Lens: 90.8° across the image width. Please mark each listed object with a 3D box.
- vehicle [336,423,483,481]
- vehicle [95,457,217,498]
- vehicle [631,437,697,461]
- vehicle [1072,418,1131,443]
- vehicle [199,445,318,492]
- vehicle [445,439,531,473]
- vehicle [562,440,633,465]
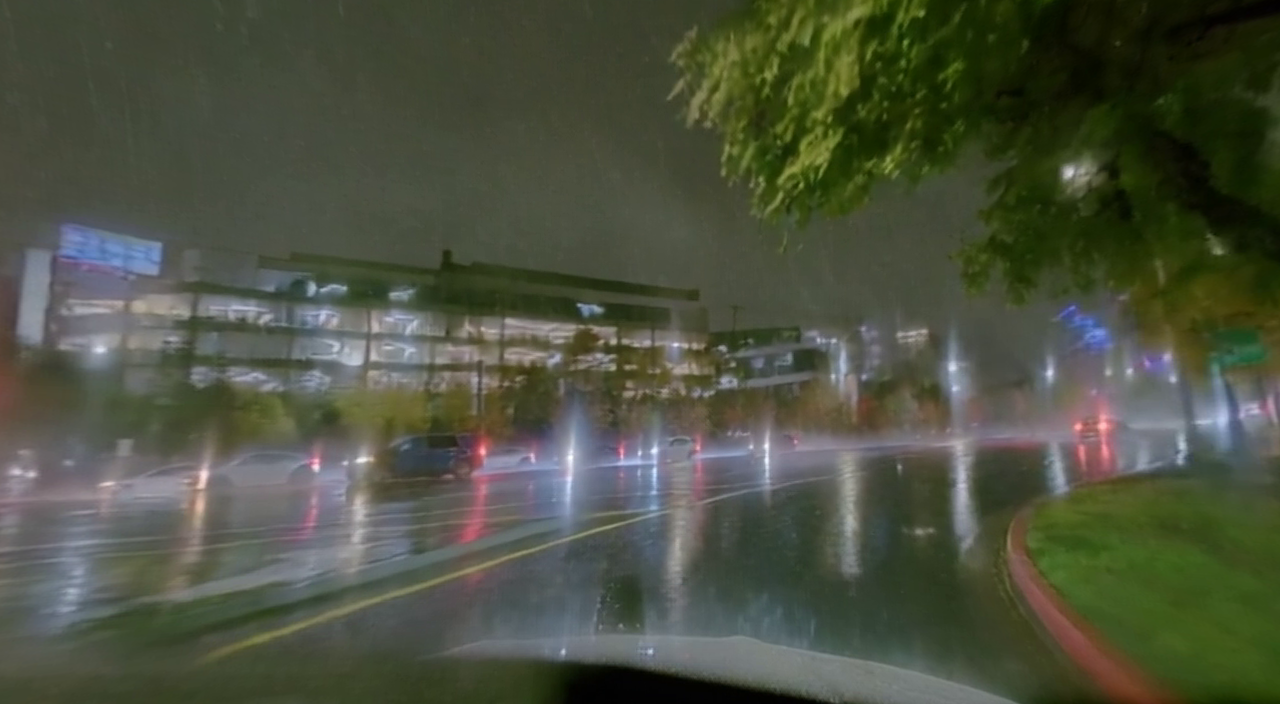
[{"bbox_3d":[-10.173,4.595,28.283,5.636,2.053,2.225,11,-20,-37],"label":"vehicle"},{"bbox_3d":[-23.100,5.939,30.227,4.493,1.455,1.946,3,-7,-40],"label":"vehicle"},{"bbox_3d":[1.812,7.148,46.653,4.727,1.681,1.926,7,-11,-39],"label":"vehicle"},{"bbox_3d":[34.477,5.907,47.133,4.496,1.765,2.059,6,-11,-35],"label":"vehicle"},{"bbox_3d":[-17.968,5.421,29.880,4.510,1.764,1.947,3,-7,-40],"label":"vehicle"},{"bbox_3d":[-8.984,6.241,37.553,4.467,1.625,2.033,10,-19,-38],"label":"vehicle"},{"bbox_3d":[-2.837,6.801,42.616,4.513,1.582,1.842,7,-11,-39],"label":"vehicle"}]
